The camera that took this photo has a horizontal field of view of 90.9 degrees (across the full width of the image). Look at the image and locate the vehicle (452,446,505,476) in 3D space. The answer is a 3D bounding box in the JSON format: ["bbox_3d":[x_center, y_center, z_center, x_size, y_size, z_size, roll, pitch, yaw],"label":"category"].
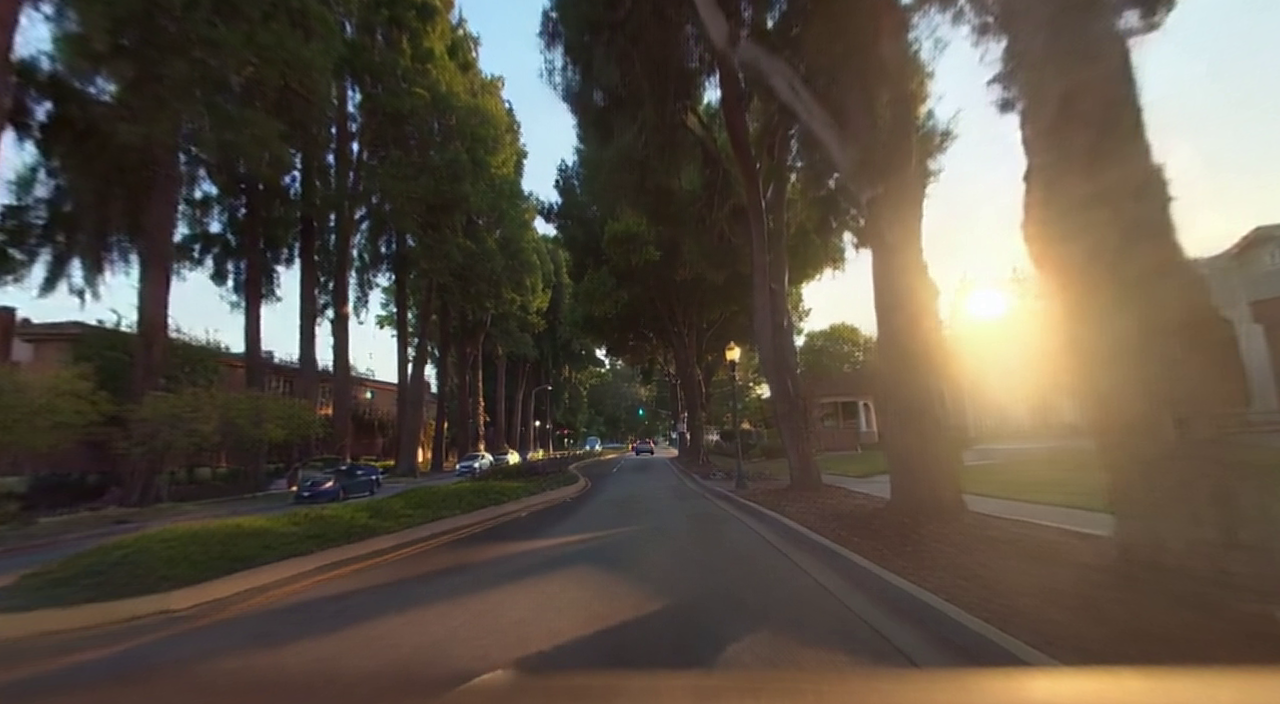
[{"bbox_3d":[-10.336,6.979,40.711,1.995,1.657,4.609,-4,-8,3],"label":"vehicle"}]

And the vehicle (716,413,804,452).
[{"bbox_3d":[9.092,6.136,47.853,6.019,2.672,2.563,-5,-9,27],"label":"vehicle"}]

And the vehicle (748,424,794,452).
[{"bbox_3d":[8.815,5.850,42.909,1.999,1.753,4.995,0,-8,-1],"label":"vehicle"}]

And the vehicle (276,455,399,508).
[{"bbox_3d":[-10.061,4.305,21.434,1.892,1.484,4.576,0,-8,0],"label":"vehicle"}]
